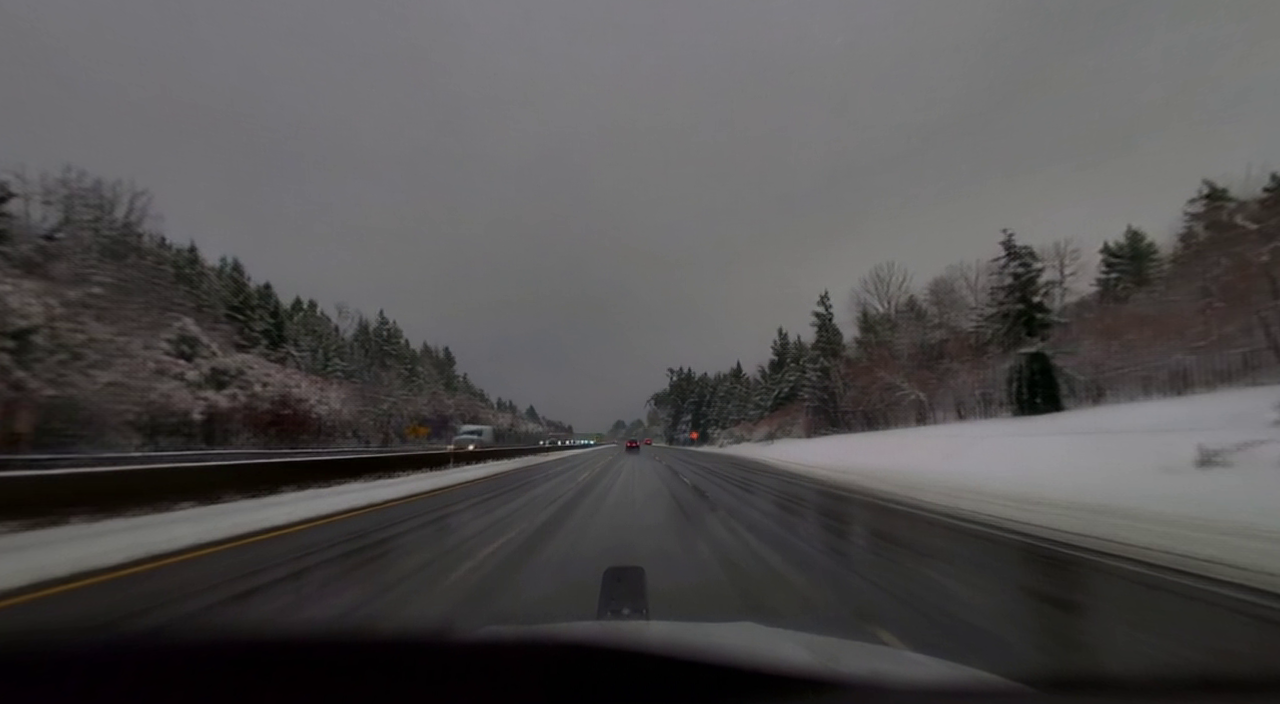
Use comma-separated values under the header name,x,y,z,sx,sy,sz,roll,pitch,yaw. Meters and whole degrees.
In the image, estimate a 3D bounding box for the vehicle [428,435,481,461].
name,x,y,z,sx,sy,sz,roll,pitch,yaw
vehicle,-11.469,5.953,39.133,1.904,1.504,4.525,0,-8,0
